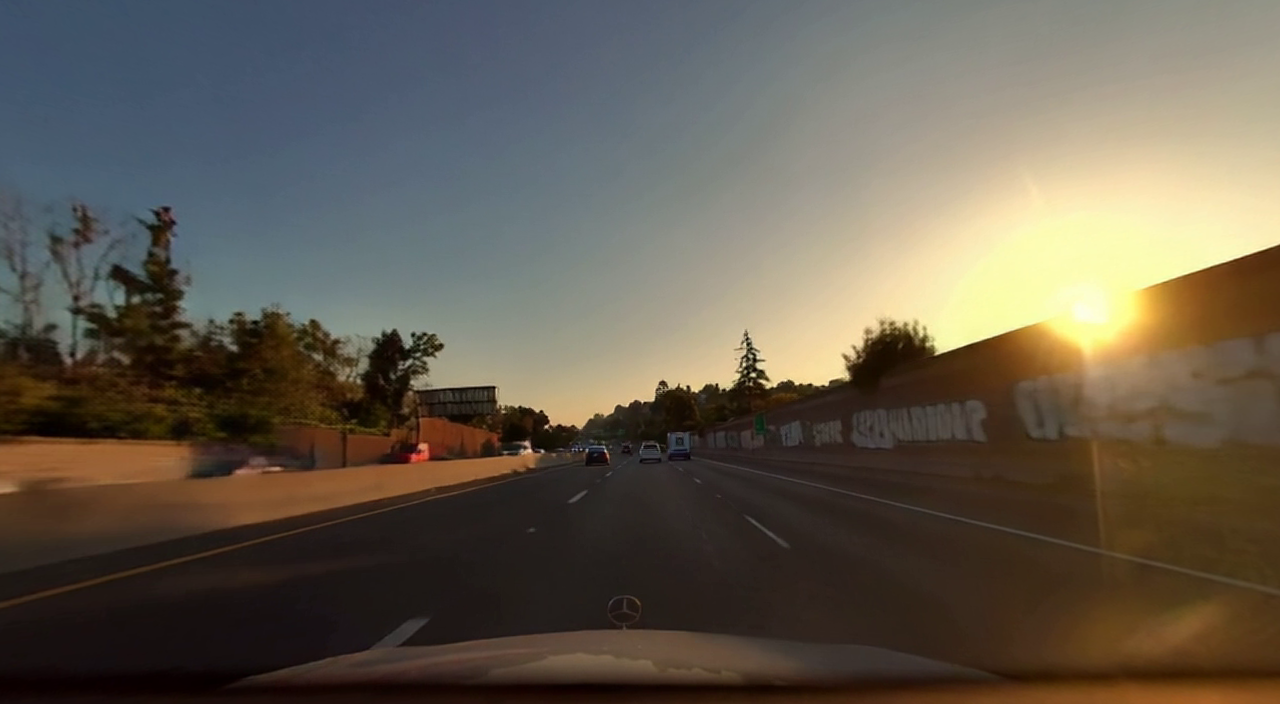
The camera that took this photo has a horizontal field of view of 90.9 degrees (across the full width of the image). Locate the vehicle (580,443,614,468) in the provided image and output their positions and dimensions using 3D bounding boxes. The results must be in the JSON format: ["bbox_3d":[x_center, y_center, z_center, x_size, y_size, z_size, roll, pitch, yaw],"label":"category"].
[{"bbox_3d":[-2.983,7.352,44.794,2.095,1.671,4.193,0,-9,1],"label":"vehicle"}]

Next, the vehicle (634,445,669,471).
[{"bbox_3d":[0.684,6.507,38.930,2.009,1.506,4.091,0,-9,0],"label":"vehicle"}]

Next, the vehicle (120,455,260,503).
[{"bbox_3d":[-15.939,4.482,22.651,1.830,1.480,4.231,0,-9,1],"label":"vehicle"}]
